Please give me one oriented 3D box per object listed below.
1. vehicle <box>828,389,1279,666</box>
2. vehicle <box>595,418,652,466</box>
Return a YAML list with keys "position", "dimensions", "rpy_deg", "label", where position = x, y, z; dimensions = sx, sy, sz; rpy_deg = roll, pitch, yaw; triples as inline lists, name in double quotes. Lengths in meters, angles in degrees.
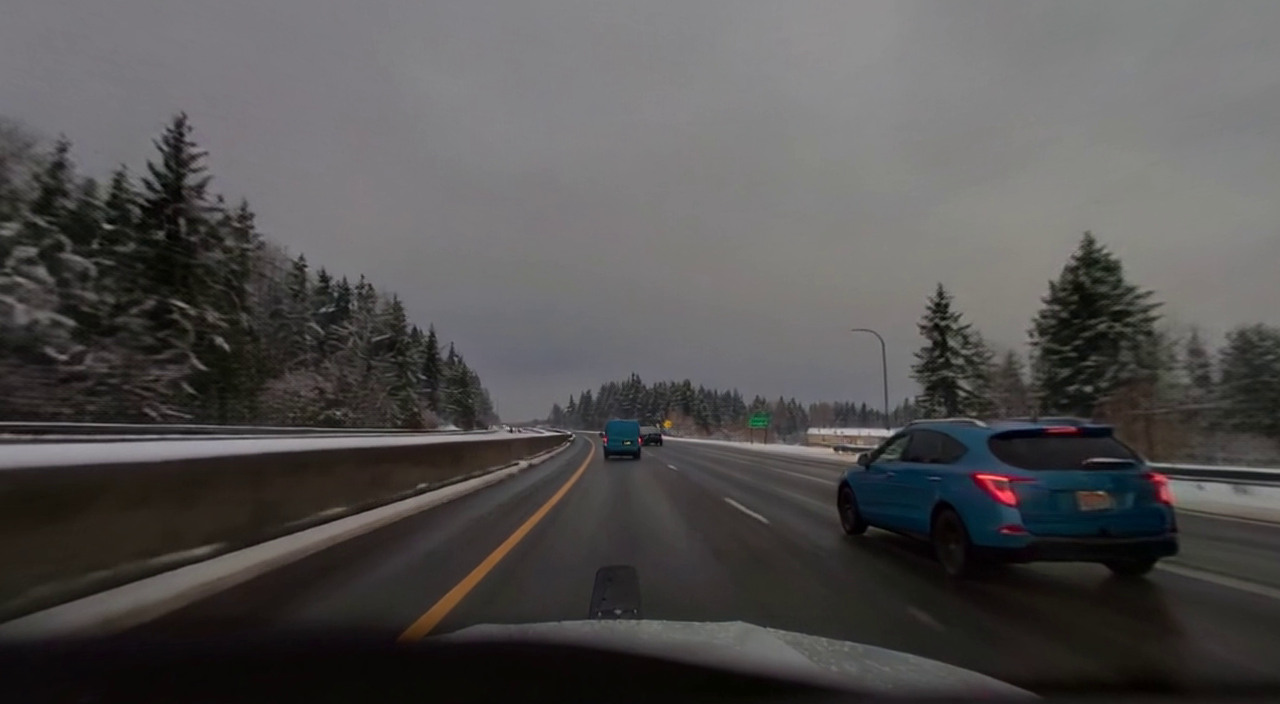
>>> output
- position: [3.438, 1.293, 5.755]
  dimensions: [2.078, 1.600, 4.012]
  rpy_deg: [0, -8, -2]
  label: "vehicle"
- position: [-0.807, 4.116, 29.017]
  dimensions: [2.403, 1.994, 4.683]
  rpy_deg: [0, -8, -3]
  label: "vehicle"
